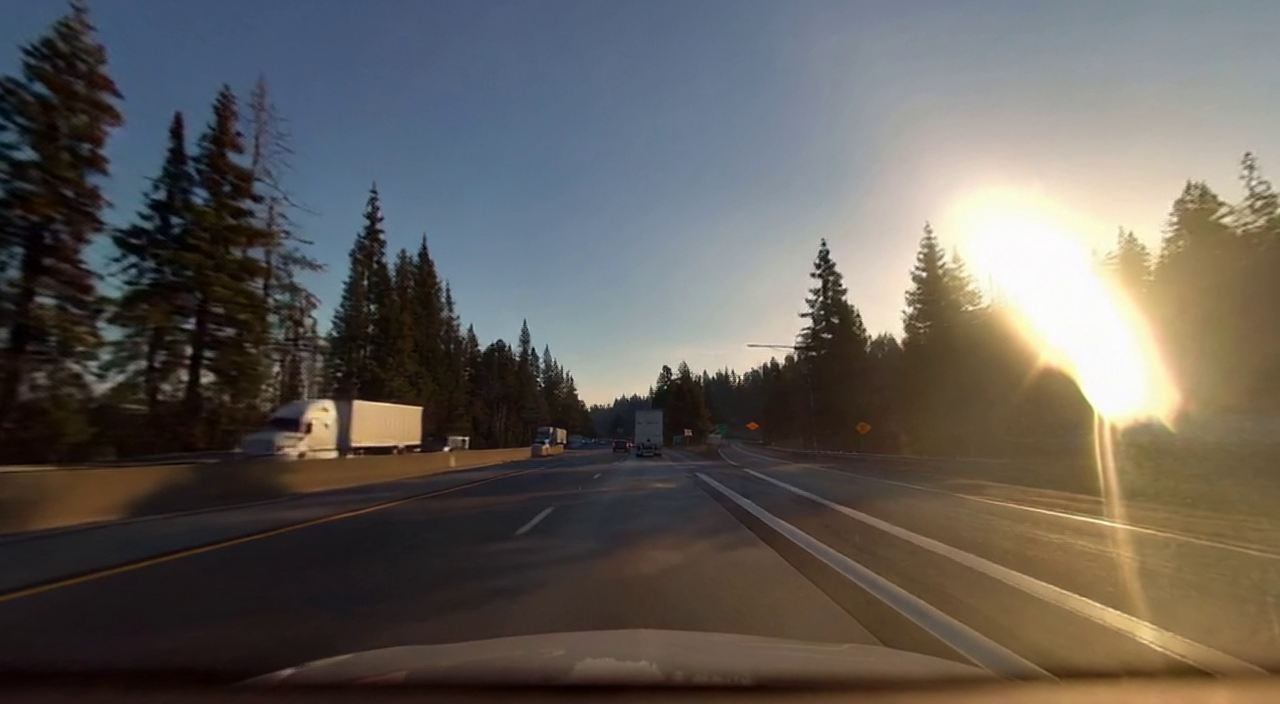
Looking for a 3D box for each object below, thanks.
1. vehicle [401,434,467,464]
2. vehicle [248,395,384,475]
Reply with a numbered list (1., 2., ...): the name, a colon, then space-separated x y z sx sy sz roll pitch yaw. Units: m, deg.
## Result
1. vehicle: -13.013 6.176 40.307 2.292 1.721 5.657 0 -8 0
2. vehicle: -17.592 4.662 35.144 2.932 3.872 8.603 0 -8 0
